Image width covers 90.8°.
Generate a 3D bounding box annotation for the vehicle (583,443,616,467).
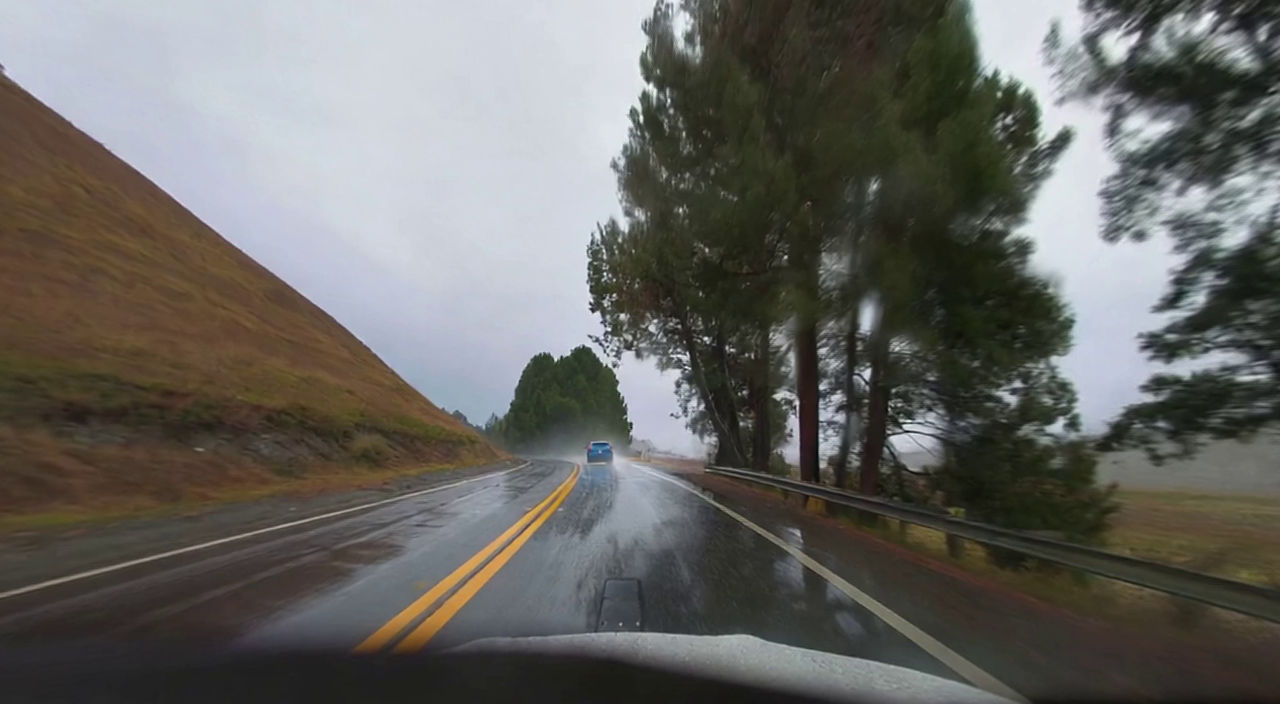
[{"bbox_3d":[-3.154,7.898,48.496,2.195,1.749,4.260,1,-9,-7],"label":"vehicle"}]
